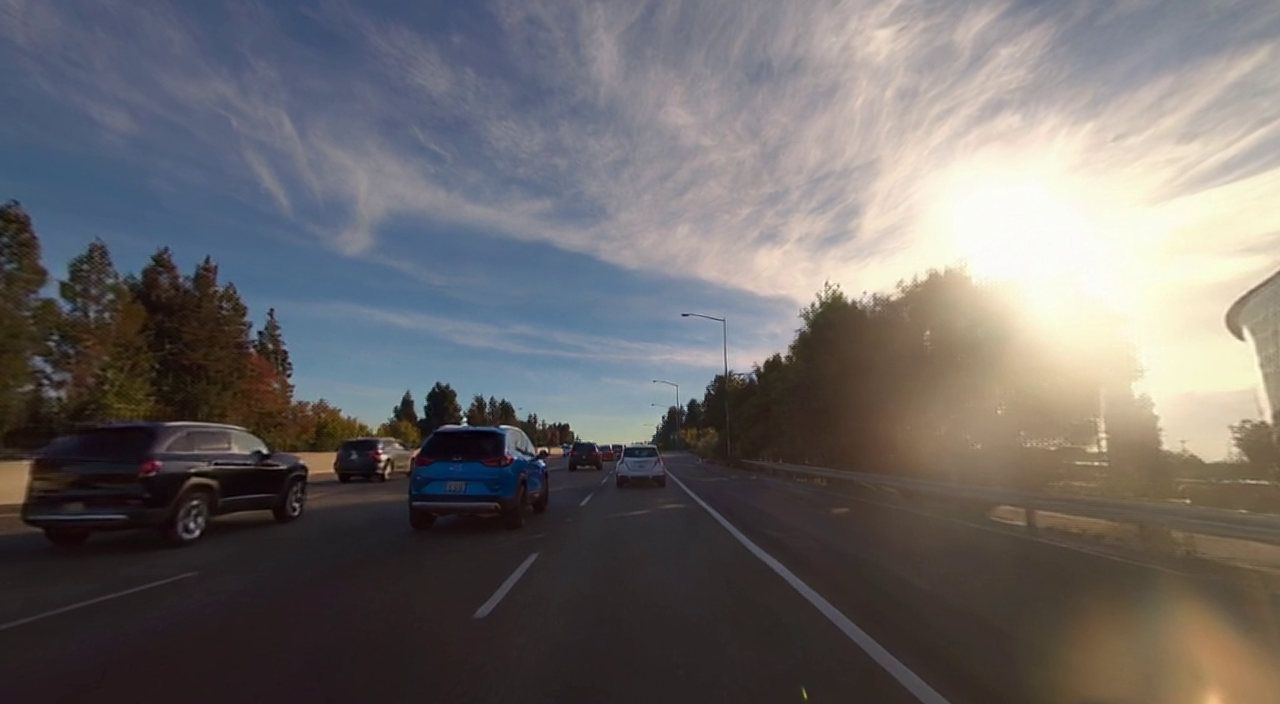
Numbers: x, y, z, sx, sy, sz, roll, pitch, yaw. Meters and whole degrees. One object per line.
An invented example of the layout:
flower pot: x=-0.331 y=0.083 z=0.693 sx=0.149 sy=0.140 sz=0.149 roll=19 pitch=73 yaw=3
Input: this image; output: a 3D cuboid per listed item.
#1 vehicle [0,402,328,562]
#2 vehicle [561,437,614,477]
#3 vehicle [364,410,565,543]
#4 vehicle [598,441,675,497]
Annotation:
vehicle: x=-7.064 y=1.846 z=9.600 sx=2.162 sy=1.823 sz=4.566 roll=0 pitch=-9 yaw=1
vehicle: x=-2.464 y=5.104 z=30.745 sx=2.125 sy=1.771 sz=4.721 roll=0 pitch=-9 yaw=0
vehicle: x=-2.641 y=2.009 z=10.692 sx=2.123 sy=1.798 sz=4.108 roll=0 pitch=-9 yaw=1
vehicle: x=-0.120 y=3.446 z=18.976 sx=2.068 sy=1.488 sz=4.045 roll=0 pitch=-9 yaw=-1
